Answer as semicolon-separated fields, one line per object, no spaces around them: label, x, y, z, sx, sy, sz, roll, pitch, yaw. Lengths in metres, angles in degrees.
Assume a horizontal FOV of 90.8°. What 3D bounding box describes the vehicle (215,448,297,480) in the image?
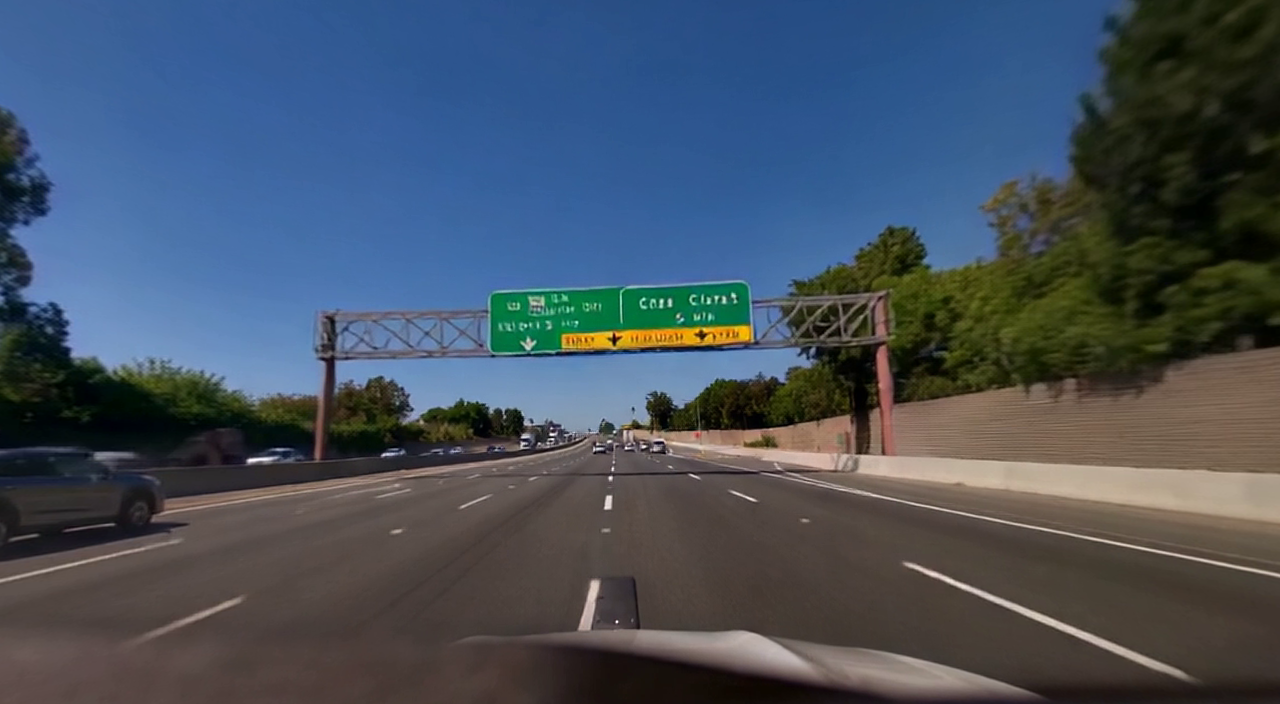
vehicle;-21.726;6.337;35.951;2.044;1.654;4.344;0;-9;-2

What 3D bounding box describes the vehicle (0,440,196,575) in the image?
vehicle;-8.298;1.912;8.088;2.060;1.507;4.494;0;-9;-2

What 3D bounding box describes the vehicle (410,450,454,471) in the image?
vehicle;-15.235;7.954;46.464;1.869;1.438;4.435;0;-9;-2
